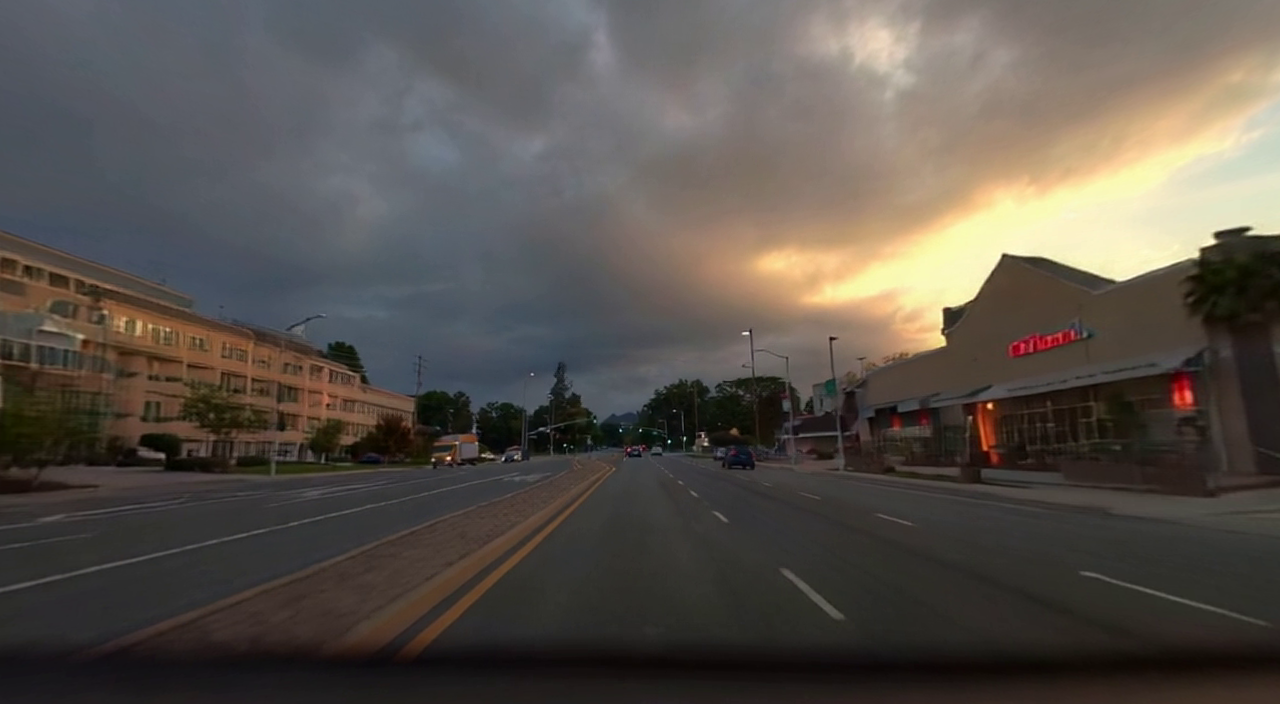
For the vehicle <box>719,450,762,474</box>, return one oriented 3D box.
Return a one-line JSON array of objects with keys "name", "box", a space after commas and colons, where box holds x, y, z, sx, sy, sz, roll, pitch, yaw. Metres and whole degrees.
[{"name": "vehicle", "box": [6.365, 7.014, 40.503, 1.916, 1.437, 4.327, 0, -9, -2]}]
